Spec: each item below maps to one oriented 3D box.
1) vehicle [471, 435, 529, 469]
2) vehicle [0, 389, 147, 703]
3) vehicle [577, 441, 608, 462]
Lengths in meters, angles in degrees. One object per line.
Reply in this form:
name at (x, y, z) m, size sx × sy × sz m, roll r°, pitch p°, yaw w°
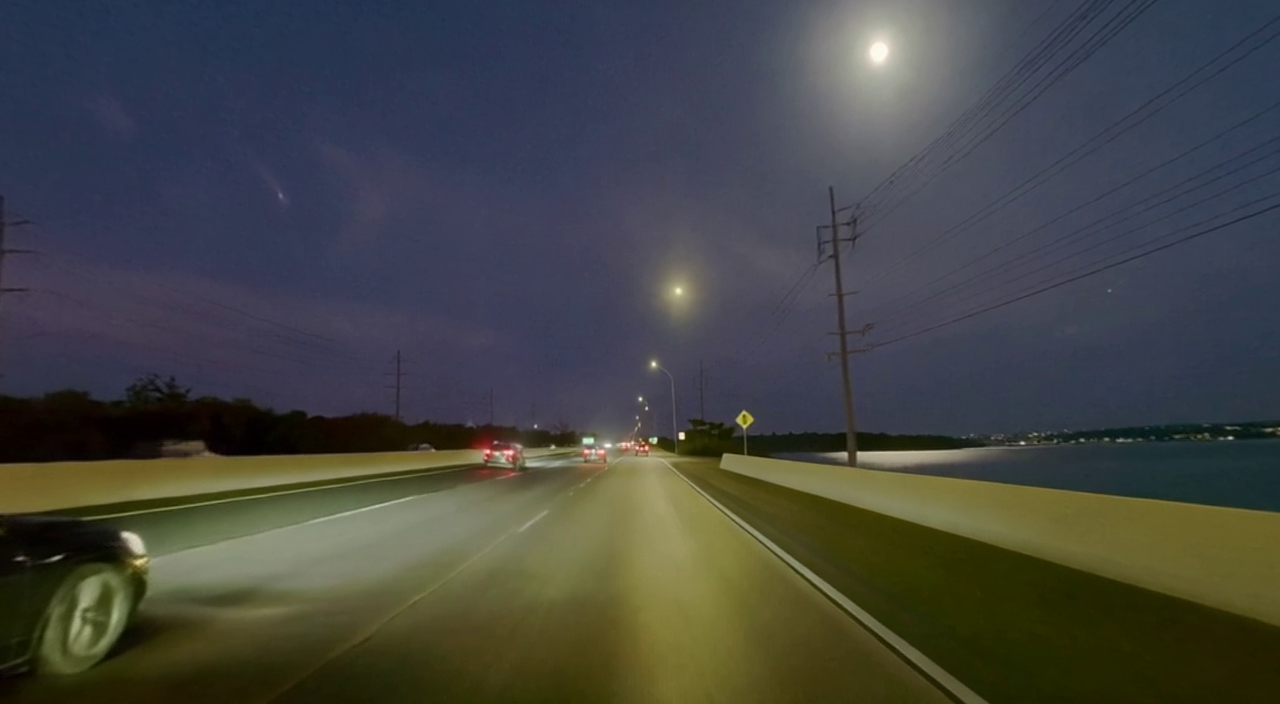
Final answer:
vehicle at (-7.460, 5.369, 34.063) m, size 2.050 × 1.717 × 4.418 m, roll 0°, pitch -8°, yaw 1°
vehicle at (-3.629, 0.684, 1.027) m, size 2.015 × 1.501 × 4.454 m, roll 0°, pitch -8°, yaw 0°
vehicle at (-3.483, 7.404, 47.037) m, size 1.957 × 1.494 × 4.207 m, roll 0°, pitch -8°, yaw 1°
